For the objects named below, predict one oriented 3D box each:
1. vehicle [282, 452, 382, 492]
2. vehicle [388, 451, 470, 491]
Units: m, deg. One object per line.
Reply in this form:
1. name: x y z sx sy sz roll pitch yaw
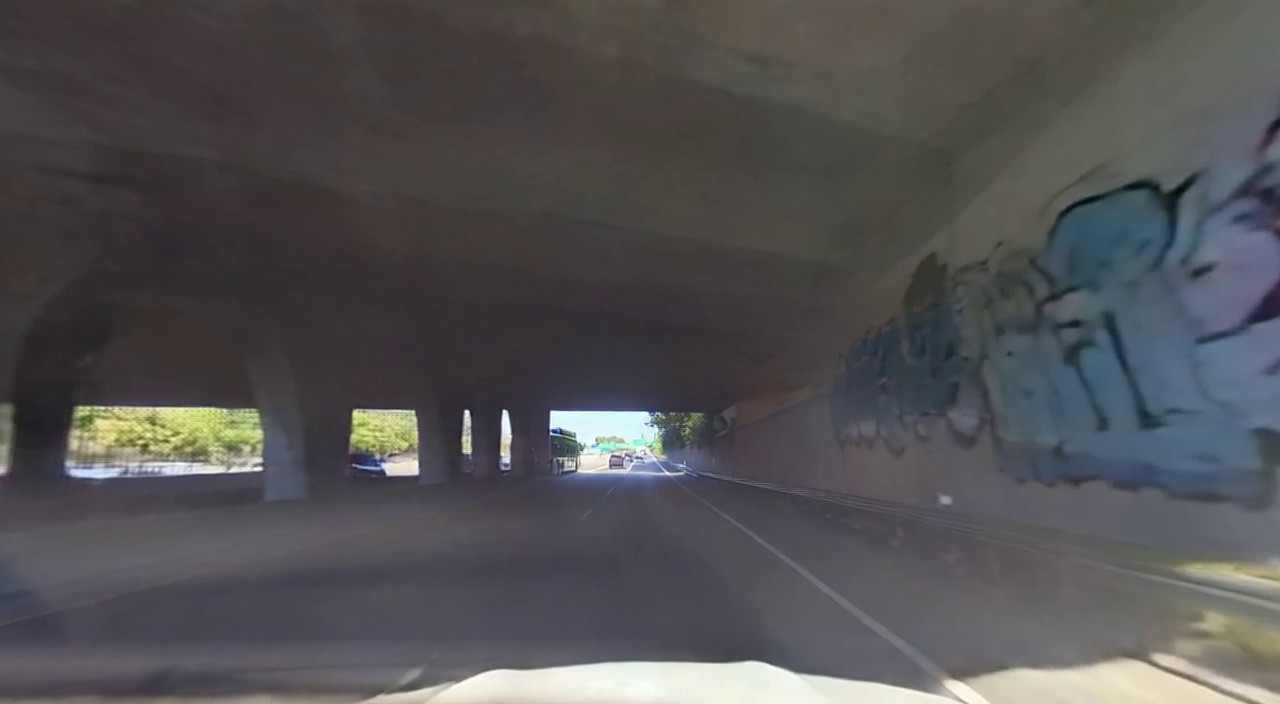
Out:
1. vehicle: -13.607 5.303 28.264 2.059 1.615 4.688 0 -9 0
2. vehicle: -9.159 5.184 27.871 1.979 1.600 4.516 0 -9 1
